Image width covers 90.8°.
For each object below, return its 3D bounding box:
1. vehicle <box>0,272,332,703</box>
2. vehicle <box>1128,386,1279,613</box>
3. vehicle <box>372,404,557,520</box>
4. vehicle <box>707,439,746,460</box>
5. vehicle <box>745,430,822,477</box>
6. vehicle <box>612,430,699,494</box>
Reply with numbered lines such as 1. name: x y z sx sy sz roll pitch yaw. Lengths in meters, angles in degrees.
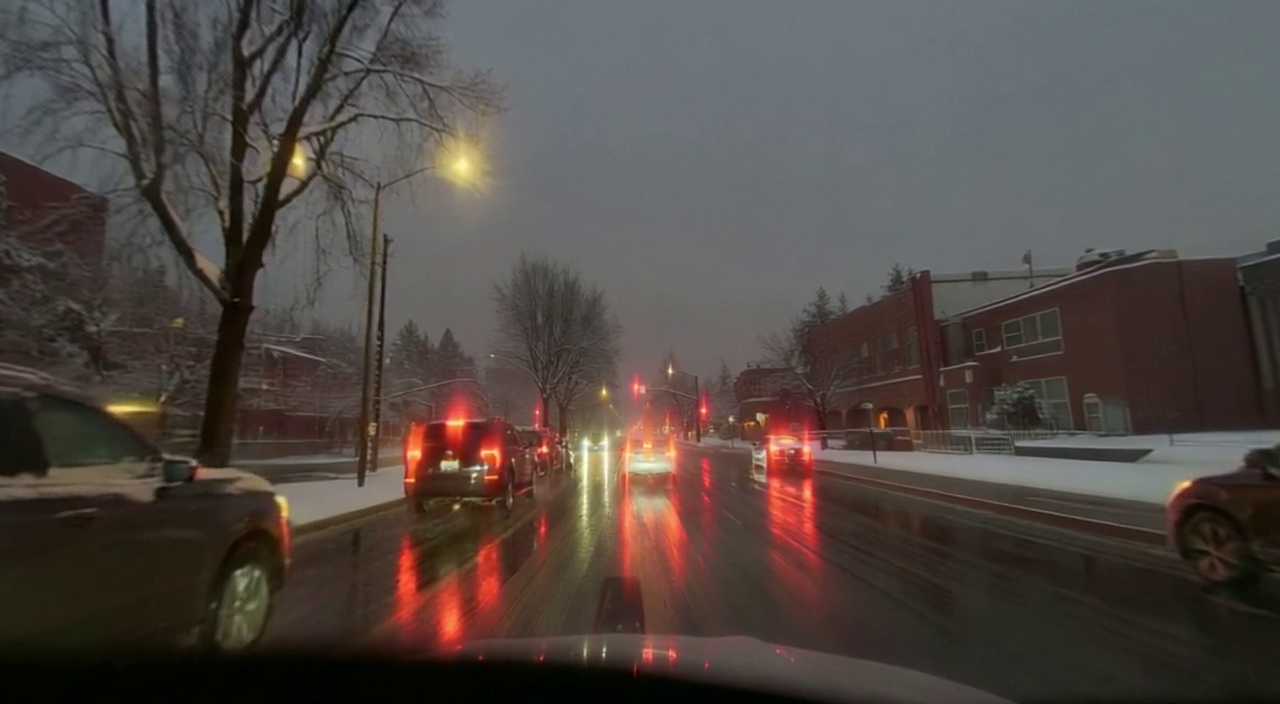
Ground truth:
1. vehicle: -3.434 0.694 2.228 2.223 1.957 4.845 0 -9 0
2. vehicle: 6.517 1.172 4.820 1.997 1.943 4.409 0 -9 0
3. vehicle: -3.326 2.241 13.243 2.487 1.978 4.628 0 -9 0
4. vehicle: 6.225 7.081 45.895 1.986 1.477 4.510 0 -9 -3
5. vehicle: 6.332 4.540 28.487 2.300 1.903 4.579 0 -9 -1
6. vehicle: 0.313 3.112 18.176 2.201 1.589 3.843 0 -9 -3
